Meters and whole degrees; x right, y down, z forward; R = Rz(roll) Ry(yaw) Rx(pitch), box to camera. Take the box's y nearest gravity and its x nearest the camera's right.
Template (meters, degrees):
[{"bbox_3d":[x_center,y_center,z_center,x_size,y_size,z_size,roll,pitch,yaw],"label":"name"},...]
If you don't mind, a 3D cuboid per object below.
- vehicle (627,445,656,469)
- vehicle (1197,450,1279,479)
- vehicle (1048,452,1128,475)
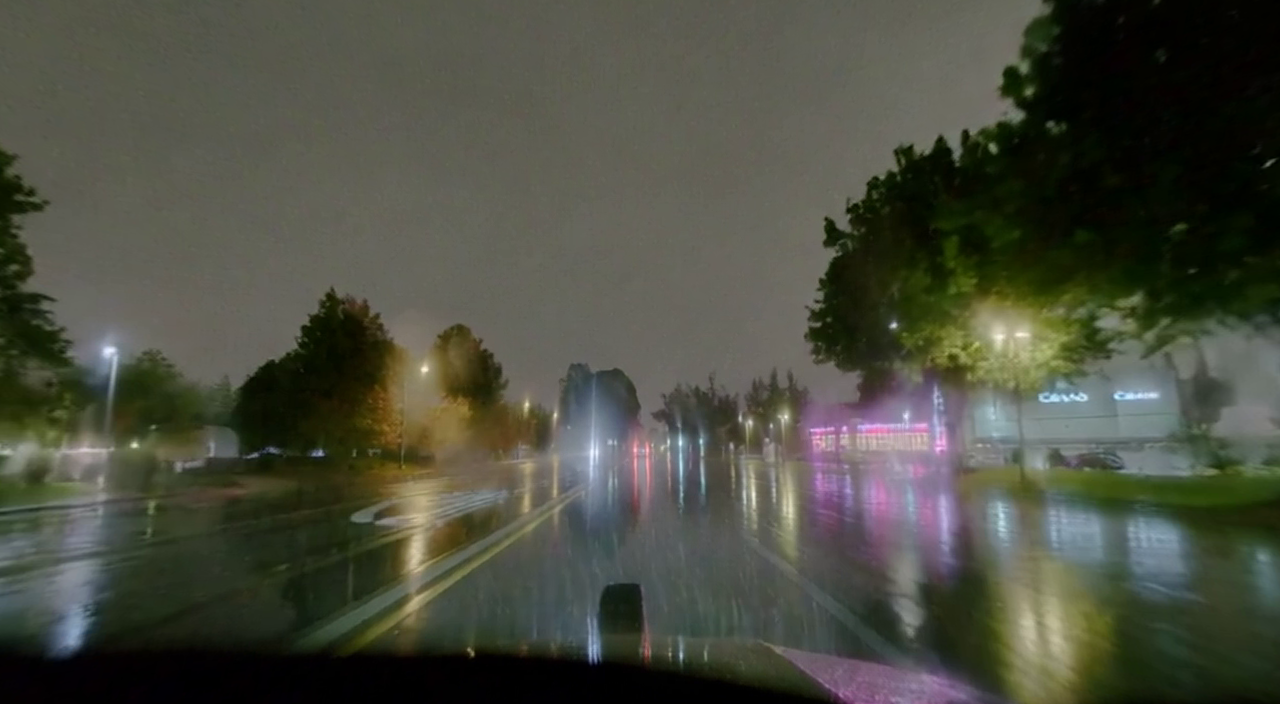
[{"bbox_3d":[0.101,7.873,47.624,2.095,1.647,4.205,0,-8,0],"label":"vehicle"},{"bbox_3d":[37.568,6.938,39.208,1.916,1.596,4.358,0,-8,0],"label":"vehicle"},{"bbox_3d":[31.858,7.905,45.141,2.058,1.498,4.870,0,-8,-1],"label":"vehicle"}]
